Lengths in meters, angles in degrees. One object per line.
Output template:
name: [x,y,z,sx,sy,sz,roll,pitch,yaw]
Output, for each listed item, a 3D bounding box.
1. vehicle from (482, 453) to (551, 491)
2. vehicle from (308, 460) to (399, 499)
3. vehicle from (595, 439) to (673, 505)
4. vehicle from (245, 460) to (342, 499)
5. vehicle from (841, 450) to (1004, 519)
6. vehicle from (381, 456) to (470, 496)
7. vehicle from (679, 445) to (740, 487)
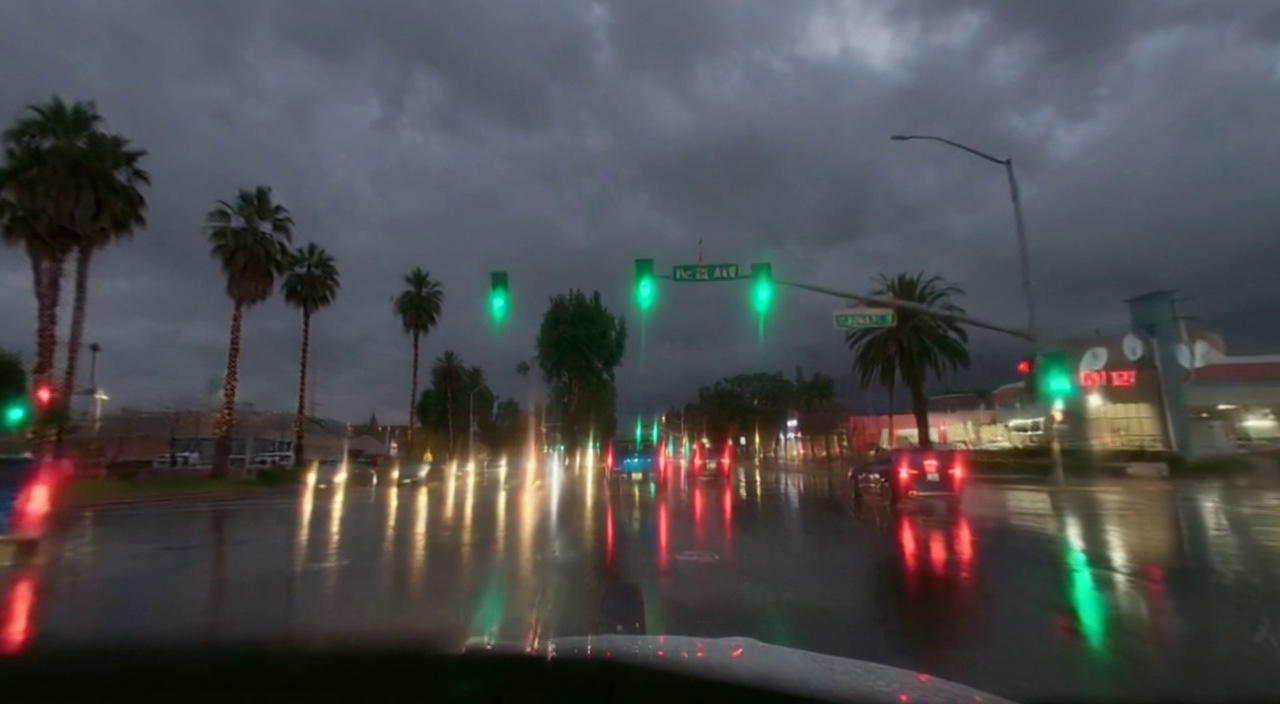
vehicle: [-5.178,5.067,27.022,2.030,1.441,4.324,0,-9,1]
vehicle: [-11.878,5.293,26.522,1.850,1.414,4.184,0,-9,0]
vehicle: [-0.217,3.609,19.483,2.151,1.787,4.109,0,-9,-1]
vehicle: [-15.335,5.638,28.230,2.048,1.494,4.069,0,-9,-1]
vehicle: [6.758,3.177,15.730,1.944,1.447,4.309,0,-9,-2]
vehicle: [-8.571,4.981,25.674,2.061,1.415,4.289,0,-9,1]
vehicle: [3.017,5.047,28.227,2.112,1.710,4.234,0,-9,-2]
